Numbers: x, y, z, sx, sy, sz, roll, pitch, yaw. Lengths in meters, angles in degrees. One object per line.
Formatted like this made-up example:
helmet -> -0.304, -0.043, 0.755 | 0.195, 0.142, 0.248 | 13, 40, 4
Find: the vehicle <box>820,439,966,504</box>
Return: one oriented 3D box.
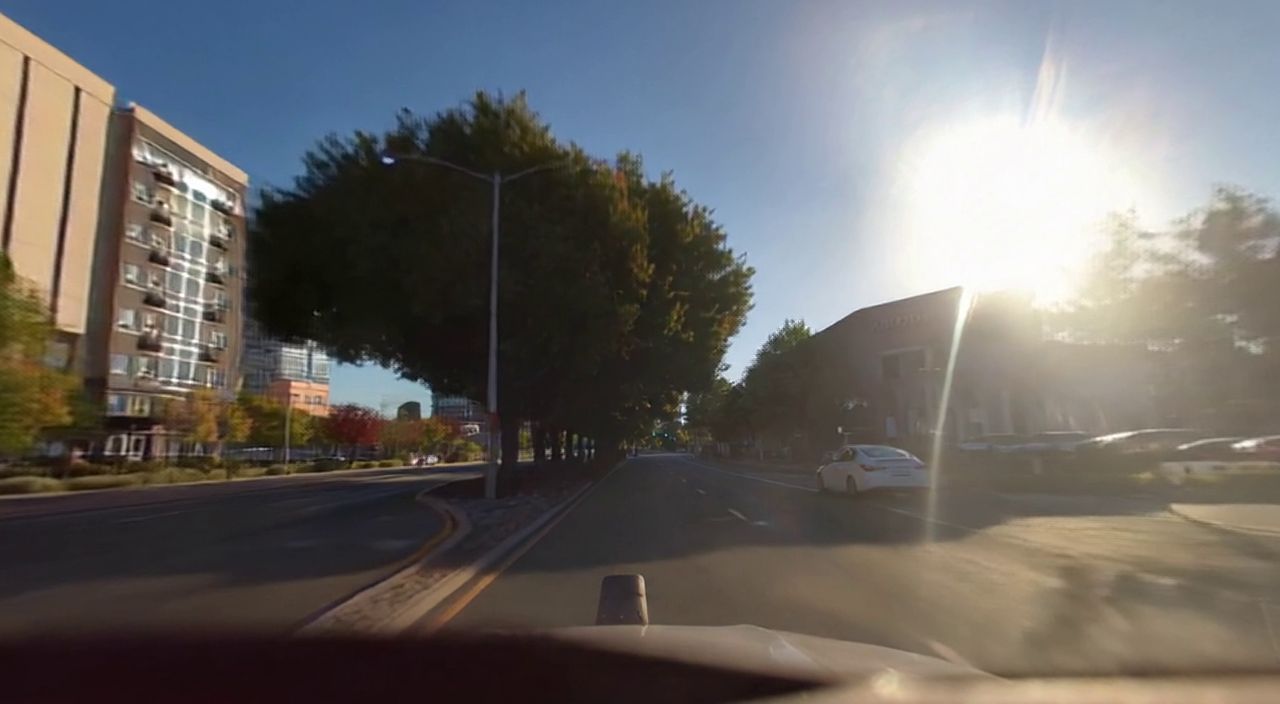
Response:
vehicle -> 6.629, 3.158, 17.226 | 1.913, 1.504, 4.738 | 0, -9, -1
